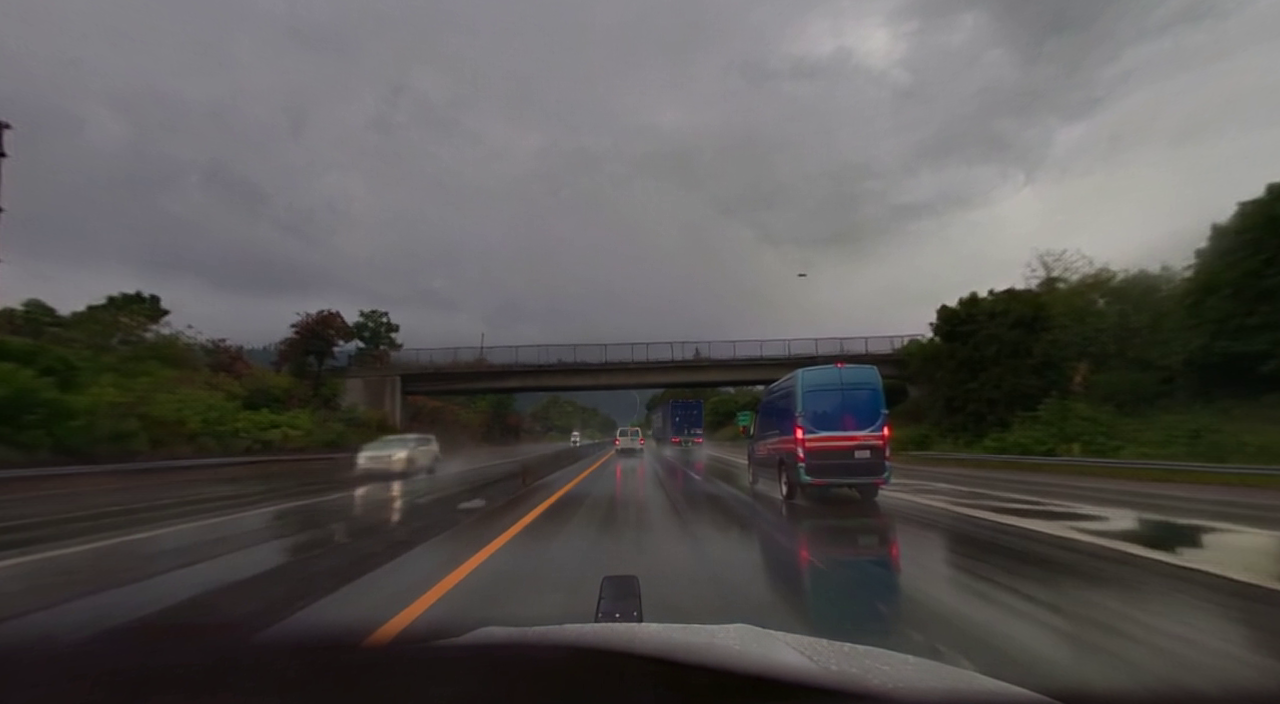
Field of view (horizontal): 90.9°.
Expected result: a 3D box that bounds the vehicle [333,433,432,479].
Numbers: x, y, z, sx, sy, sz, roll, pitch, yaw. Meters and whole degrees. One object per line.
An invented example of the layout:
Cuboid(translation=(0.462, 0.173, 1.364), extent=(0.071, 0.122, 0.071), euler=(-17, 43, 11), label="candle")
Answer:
Cuboid(translation=(-9.784, 3.950, 24.375), extent=(1.967, 1.601, 4.377), euler=(0, -8, 0), label="vehicle")

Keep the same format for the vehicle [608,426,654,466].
Cuboid(translation=(-0.459, 4.495, 30.277), extent=(2.073, 1.750, 4.116), euler=(0, -8, -1), label="vehicle")

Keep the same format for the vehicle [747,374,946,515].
Cuboid(translation=(4.176, 2.022, 14.063), extent=(2.387, 2.506, 5.374), euler=(0, -8, -2), label="vehicle")
